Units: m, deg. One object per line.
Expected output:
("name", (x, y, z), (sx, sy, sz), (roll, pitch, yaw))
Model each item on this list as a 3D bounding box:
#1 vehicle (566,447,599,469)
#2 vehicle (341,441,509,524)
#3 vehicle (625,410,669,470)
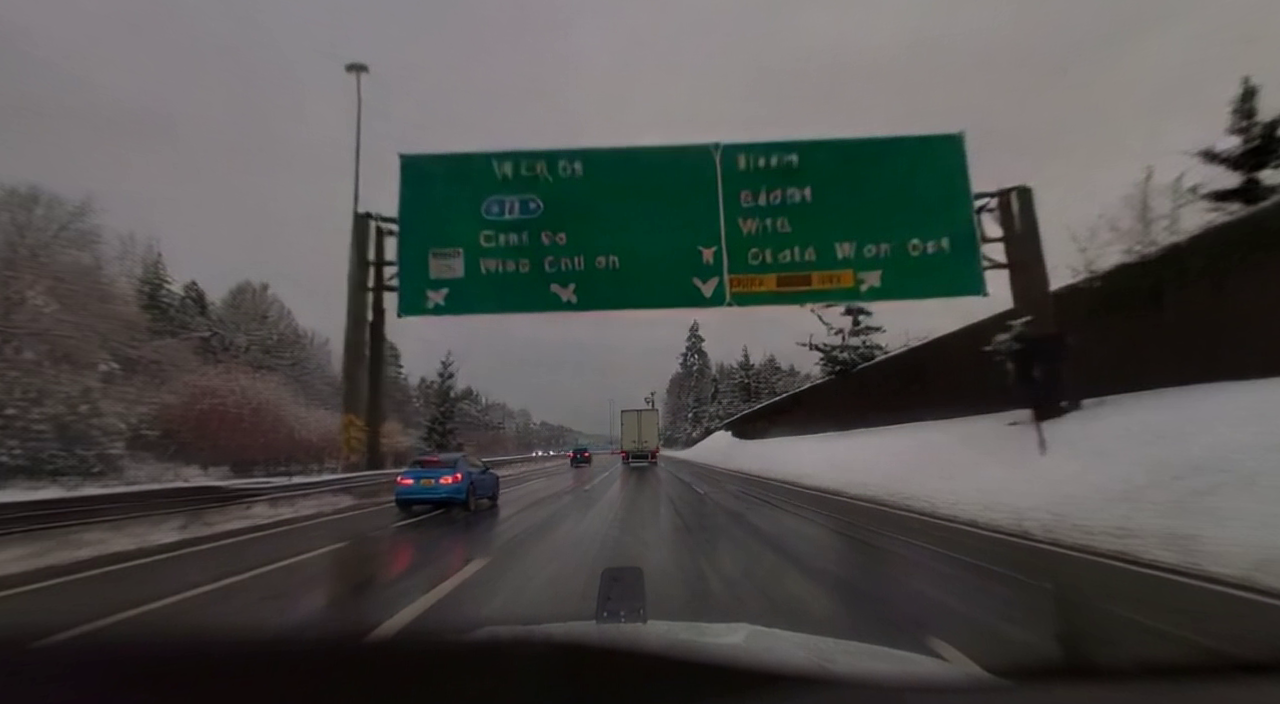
("vehicle", (-4.091, 7.648, 45.568), (1.974, 1.531, 4.429), (0, -9, 0))
("vehicle", (-4.377, 2.723, 13.771), (1.977, 1.478, 4.702), (0, -9, 0))
("vehicle", (0.517, 6.764, 47.888), (2.980, 4.051, 10.359), (0, -9, 0))
